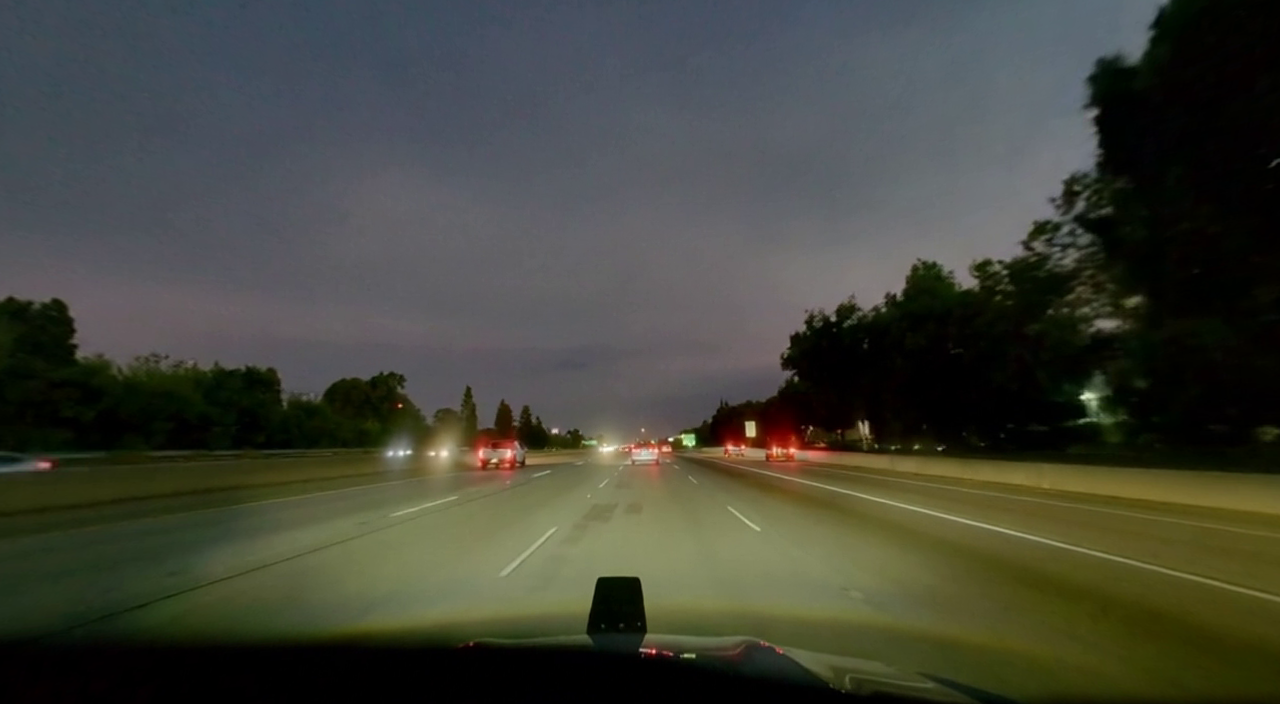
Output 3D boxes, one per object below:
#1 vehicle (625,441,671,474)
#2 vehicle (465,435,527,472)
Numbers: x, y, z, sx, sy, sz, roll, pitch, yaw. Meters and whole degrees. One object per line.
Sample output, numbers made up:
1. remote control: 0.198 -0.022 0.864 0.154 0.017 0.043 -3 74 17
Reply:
1. vehicle: 0.344 5.170 31.204 2.112 1.482 4.082 0 -8 0
2. vehicle: -7.455 5.316 33.115 2.093 1.789 4.399 0 -8 1
